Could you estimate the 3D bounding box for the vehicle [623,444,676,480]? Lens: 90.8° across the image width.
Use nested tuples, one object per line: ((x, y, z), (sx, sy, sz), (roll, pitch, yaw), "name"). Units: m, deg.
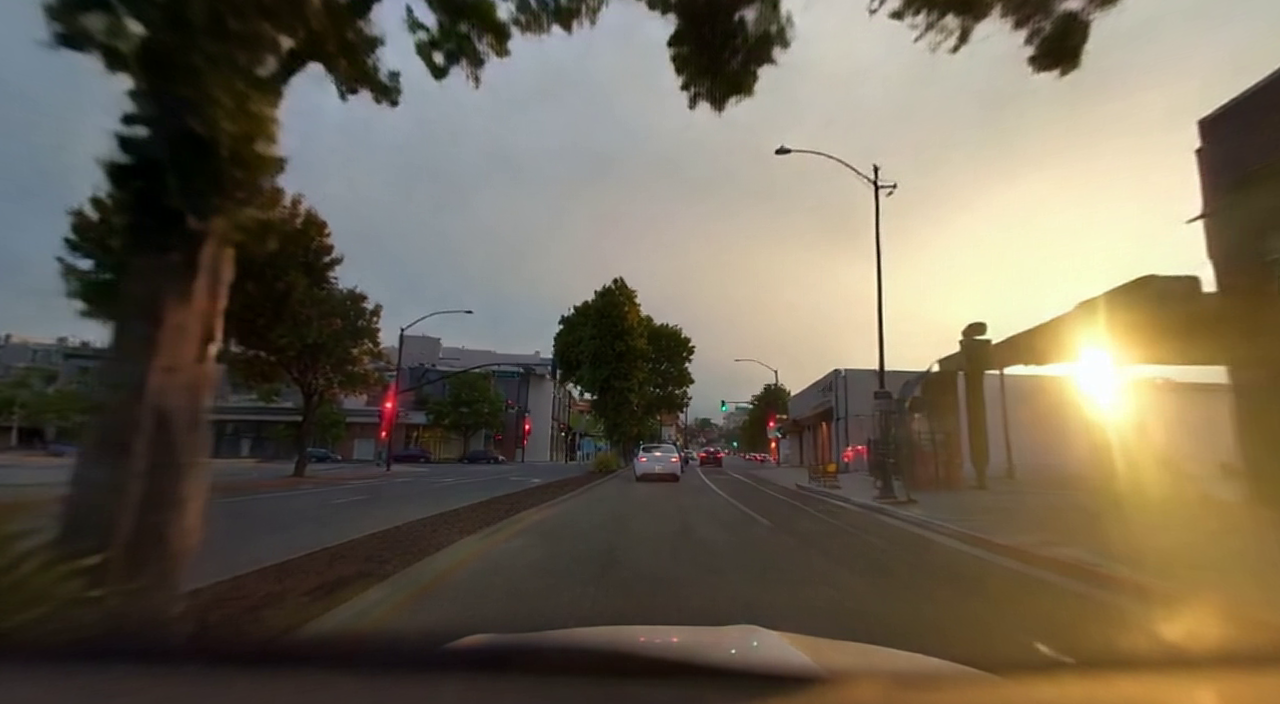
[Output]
((0.493, 4.941, 28.664), (2.173, 1.479, 4.264), (-1, -9, 4), "vehicle")
